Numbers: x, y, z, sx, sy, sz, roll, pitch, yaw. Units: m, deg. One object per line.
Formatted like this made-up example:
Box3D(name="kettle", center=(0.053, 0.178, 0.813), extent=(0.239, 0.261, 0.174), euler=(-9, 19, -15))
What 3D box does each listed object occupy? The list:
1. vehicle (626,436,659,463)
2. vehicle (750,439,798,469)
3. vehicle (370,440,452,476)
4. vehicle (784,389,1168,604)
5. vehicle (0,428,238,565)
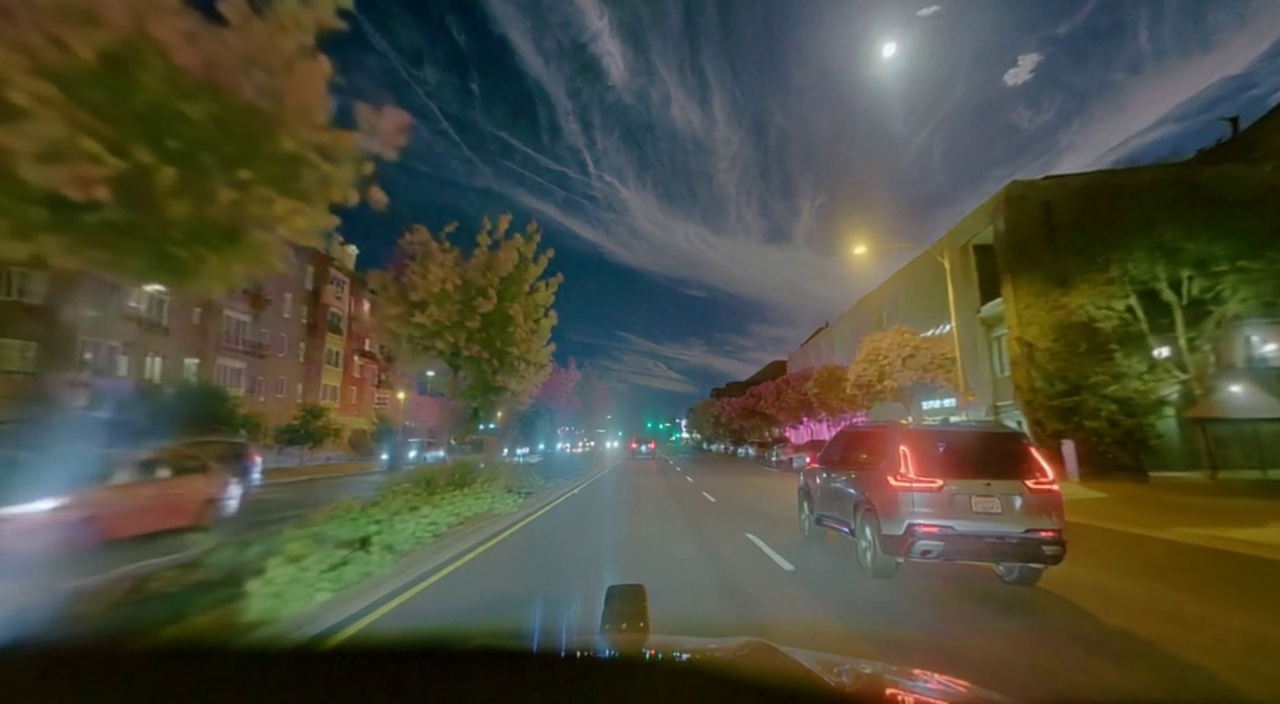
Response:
Box3D(name="vehicle", center=(0.204, 6.980, 45.237), extent=(2.244, 1.813, 4.129), euler=(0, -8, 2))
Box3D(name="vehicle", center=(8.042, 6.152, 38.194), extent=(1.869, 1.658, 4.405), euler=(0, -8, -1))
Box3D(name="vehicle", center=(-11.784, 5.471, 32.936), extent=(2.191, 1.684, 5.428), euler=(0, -8, 1))
Box3D(name="vehicle", center=(3.269, 1.518, 7.494), extent=(2.071, 1.747, 4.549), euler=(0, -8, 1))
Box3D(name="vehicle", center=(-8.142, 1.896, 8.911), extent=(1.960, 1.530, 4.313), euler=(0, -8, 1))
